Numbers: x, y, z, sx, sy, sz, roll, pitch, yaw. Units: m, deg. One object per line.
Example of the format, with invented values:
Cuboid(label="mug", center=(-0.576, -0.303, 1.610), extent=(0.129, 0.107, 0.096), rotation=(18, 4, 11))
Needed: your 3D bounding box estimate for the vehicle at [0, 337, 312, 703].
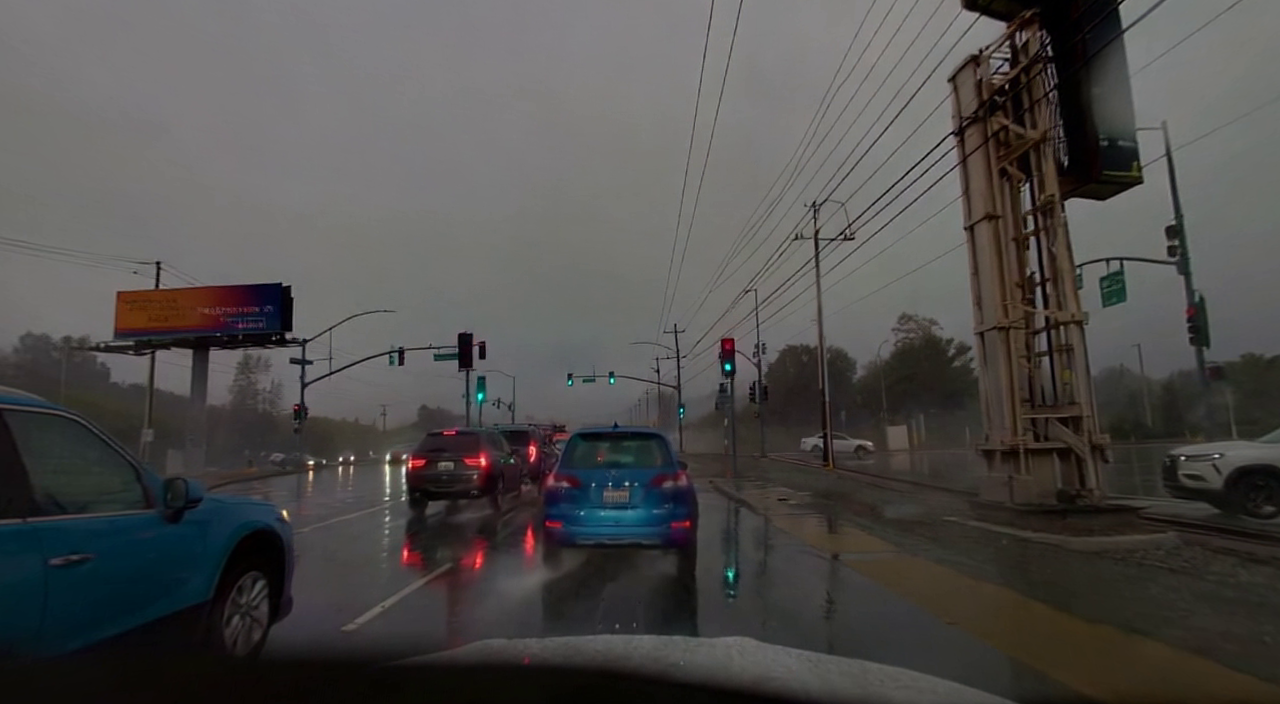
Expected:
Cuboid(label="vehicle", center=(-3.936, 0.866, 2.967), extent=(2.052, 1.814, 5.184), rotation=(0, -9, -1))

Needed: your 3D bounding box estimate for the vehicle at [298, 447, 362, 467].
Cuboid(label="vehicle", center=(-24.028, 8.136, 48.956), extent=(4.357, 1.444, 1.842), rotation=(-3, -9, 20))

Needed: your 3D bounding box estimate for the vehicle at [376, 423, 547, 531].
Cuboid(label="vehicle", center=(-3.124, 2.290, 12.130), extent=(1.988, 1.678, 4.317), rotation=(0, -9, 1))

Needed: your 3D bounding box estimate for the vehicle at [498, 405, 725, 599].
Cuboid(label="vehicle", center=(-0.261, 1.620, 7.549), extent=(2.025, 1.723, 3.644), rotation=(0, -9, 0))

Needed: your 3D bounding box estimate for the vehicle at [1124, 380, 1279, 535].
Cuboid(label="vehicle", center=(9.563, 1.332, 8.126), extent=(5.060, 1.702, 2.033), rotation=(1, -9, -4))
